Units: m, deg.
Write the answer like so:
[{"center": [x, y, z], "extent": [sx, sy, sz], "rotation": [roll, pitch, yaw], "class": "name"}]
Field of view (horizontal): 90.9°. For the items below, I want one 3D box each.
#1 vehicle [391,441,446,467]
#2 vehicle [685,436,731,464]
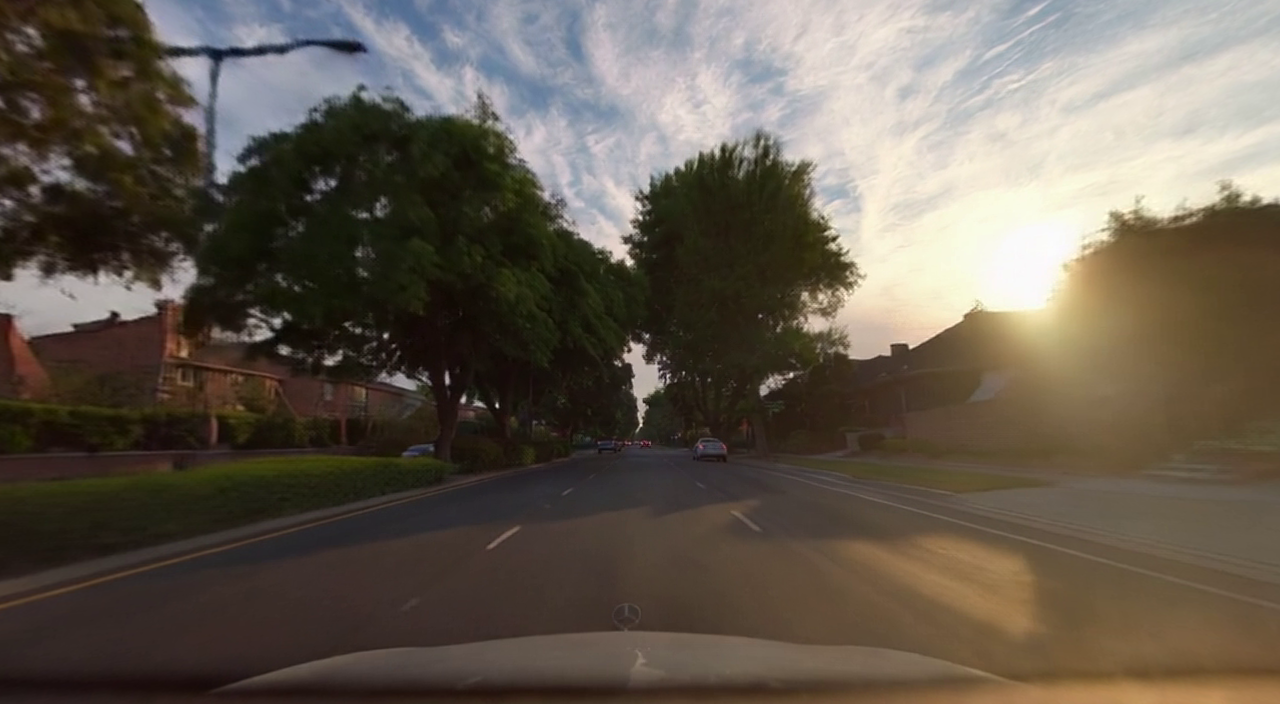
[{"center": [-16.930, 7.808, 48.542], "extent": [2.208, 1.899, 5.269], "rotation": [-1, -8, 2], "class": "vehicle"}, {"center": [4.067, 5.993, 38.536], "extent": [2.237, 1.578, 4.621], "rotation": [0, -8, -1], "class": "vehicle"}]
